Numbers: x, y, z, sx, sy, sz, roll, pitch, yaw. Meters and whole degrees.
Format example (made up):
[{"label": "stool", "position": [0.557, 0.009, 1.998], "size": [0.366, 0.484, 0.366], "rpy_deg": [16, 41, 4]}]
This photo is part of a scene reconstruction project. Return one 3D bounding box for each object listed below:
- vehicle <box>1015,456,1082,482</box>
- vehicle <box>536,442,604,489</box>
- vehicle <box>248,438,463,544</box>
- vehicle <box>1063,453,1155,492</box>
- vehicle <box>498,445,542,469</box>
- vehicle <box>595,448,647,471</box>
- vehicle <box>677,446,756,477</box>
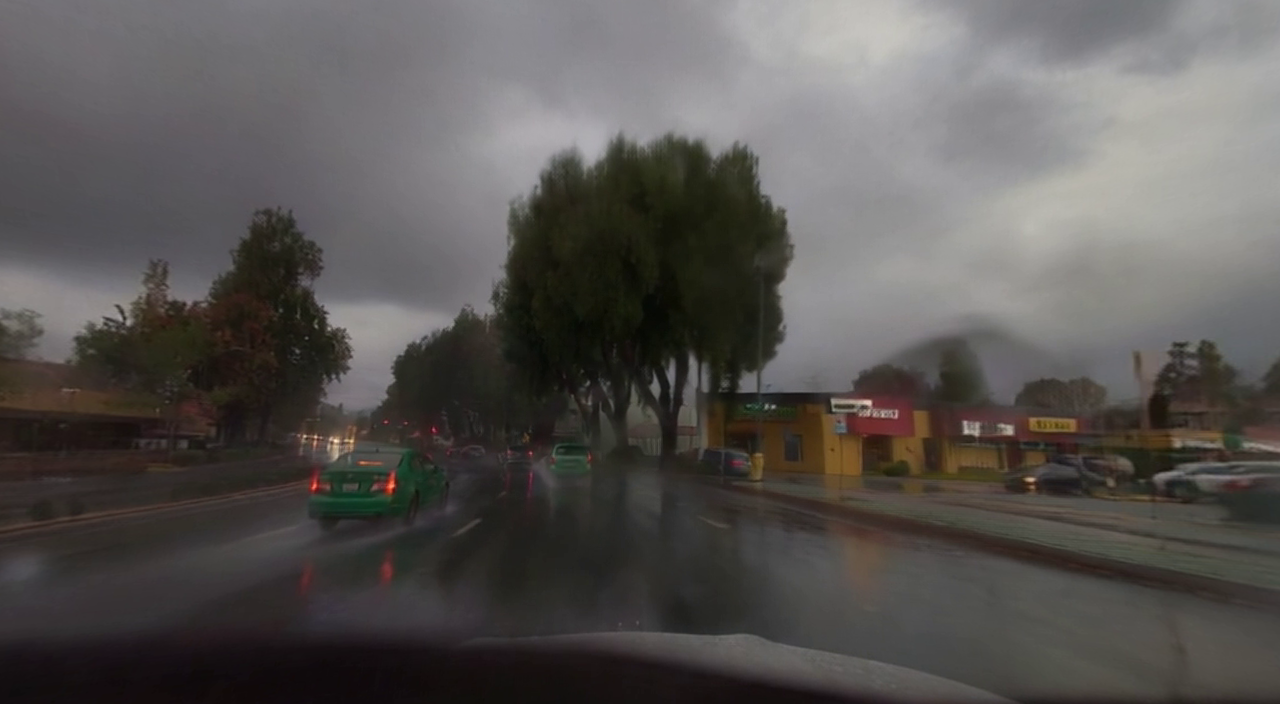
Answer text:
[{"label": "vehicle", "position": [25.555, 7.265, 39.314], "size": [4.378, 1.445, 2.084], "rpy_deg": [6, -11, -37]}, {"label": "vehicle", "position": [-2.569, 3.952, 22.324], "size": [2.001, 1.483, 4.442], "rpy_deg": [2, -9, -11]}, {"label": "vehicle", "position": [-4.763, 2.351, 11.515], "size": [2.105, 1.477, 4.857], "rpy_deg": [1, -8, -6]}, {"label": "vehicle", "position": [22.332, 5.675, 29.934], "size": [4.486, 1.658, 2.031], "rpy_deg": [6, -10, -34]}, {"label": "vehicle", "position": [-7.605, 6.575, 39.606], "size": [1.920, 1.416, 4.310], "rpy_deg": [3, -9, -21]}, {"label": "vehicle", "position": [-1.447, 7.816, 46.035], "size": [1.952, 1.547, 4.091], "rpy_deg": [6, -10, -33]}, {"label": "vehicle", "position": [4.504, 6.497, 37.657], "size": [2.095, 1.697, 4.801], "rpy_deg": [5, -10, -32]}]
